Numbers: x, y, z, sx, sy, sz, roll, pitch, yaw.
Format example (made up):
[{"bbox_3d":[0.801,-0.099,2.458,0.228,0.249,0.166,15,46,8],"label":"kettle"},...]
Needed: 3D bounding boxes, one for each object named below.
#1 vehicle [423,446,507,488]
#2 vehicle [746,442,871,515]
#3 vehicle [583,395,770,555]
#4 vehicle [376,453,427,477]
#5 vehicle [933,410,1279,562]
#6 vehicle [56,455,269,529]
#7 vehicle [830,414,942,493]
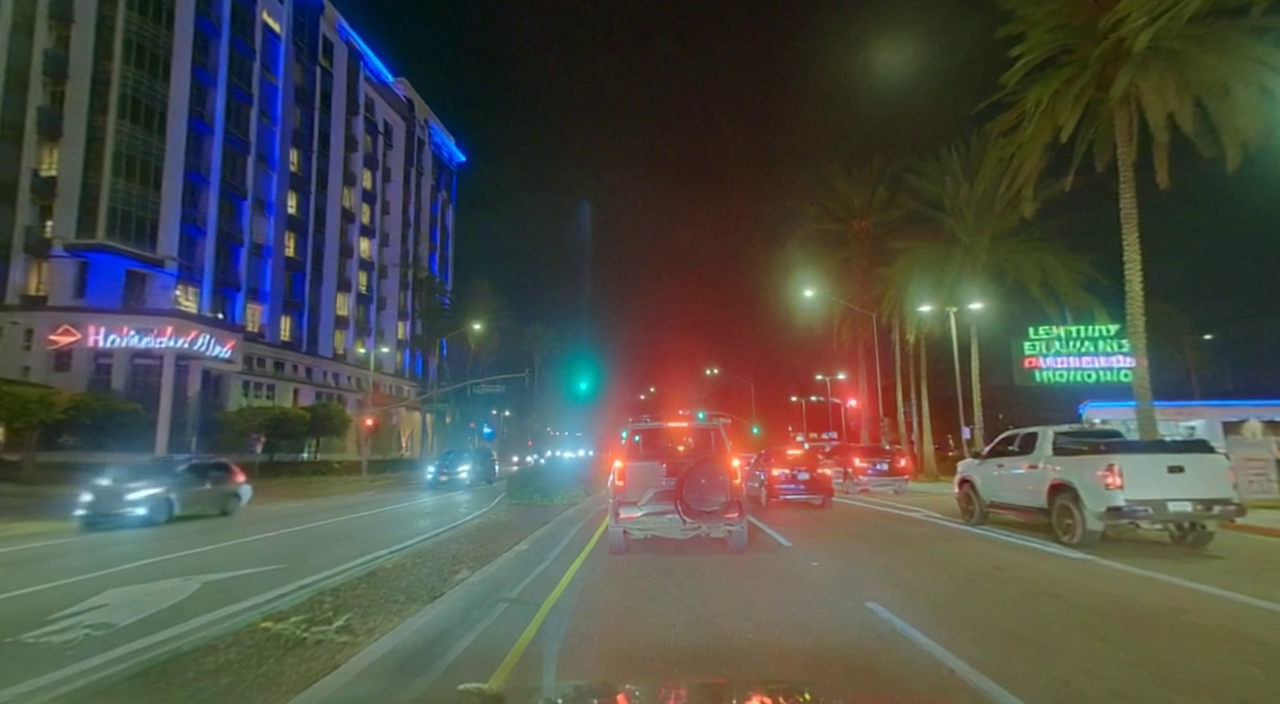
[{"bbox_3d":[-7.884,5.225,28.995,2.268,1.733,4.821,-1,-9,2],"label":"vehicle"},{"bbox_3d":[4.114,3.136,16.182,2.072,1.595,4.124,0,-9,0],"label":"vehicle"},{"bbox_3d":[0.549,2.059,11.235,2.487,2.115,5.444,0,-9,1],"label":"vehicle"},{"bbox_3d":[-18.095,8.537,48.021,1.972,1.694,4.466,0,-9,2],"label":"vehicle"},{"bbox_3d":[7.497,2.154,10.967,2.215,1.973,5.323,0,-9,0],"label":"vehicle"},{"bbox_3d":[-11.585,3.372,15.756,2.031,1.534,4.079,0,-9,1],"label":"vehicle"},{"bbox_3d":[10.812,4.370,28.360,2.663,3.061,5.602,-2,-5,0],"label":"vehicle"}]
